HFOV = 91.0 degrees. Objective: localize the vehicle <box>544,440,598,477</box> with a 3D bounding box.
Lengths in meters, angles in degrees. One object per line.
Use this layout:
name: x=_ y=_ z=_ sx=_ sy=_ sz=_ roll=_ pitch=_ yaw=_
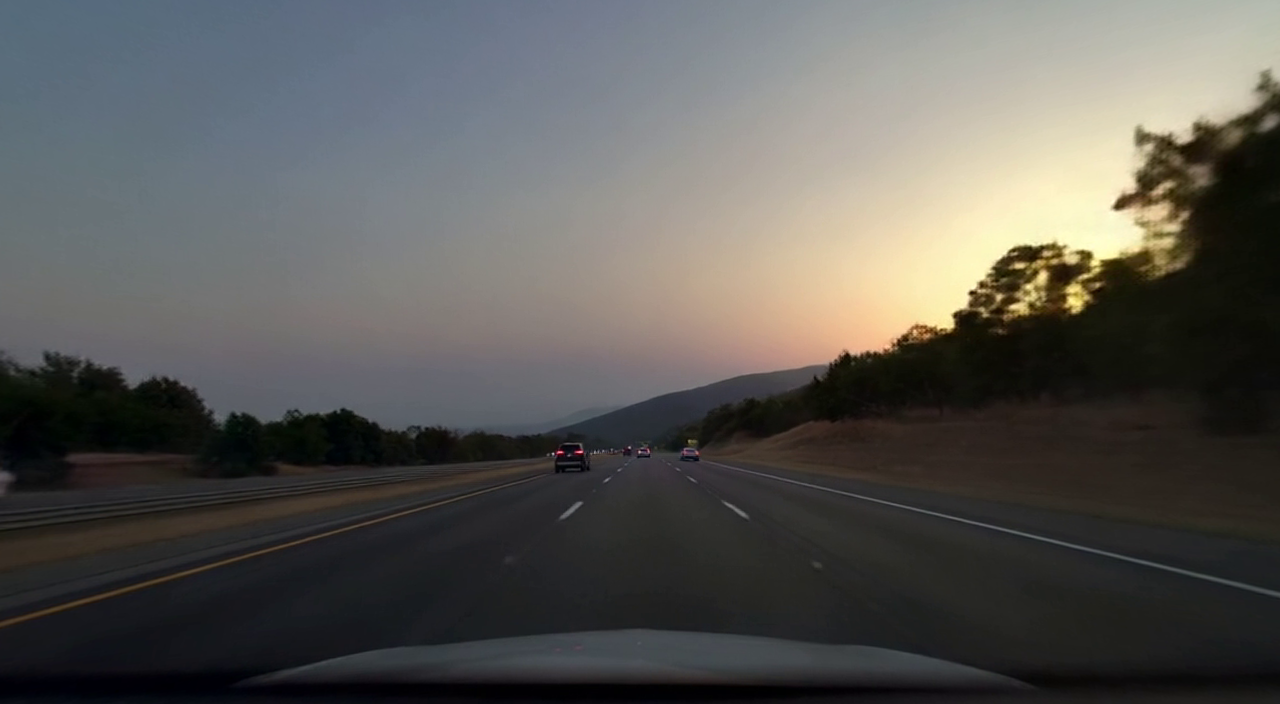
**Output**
vehicle: x=-3.287 y=5.210 z=31.003 sx=2.070 sy=1.707 sz=4.309 roll=0 pitch=-9 yaw=1
